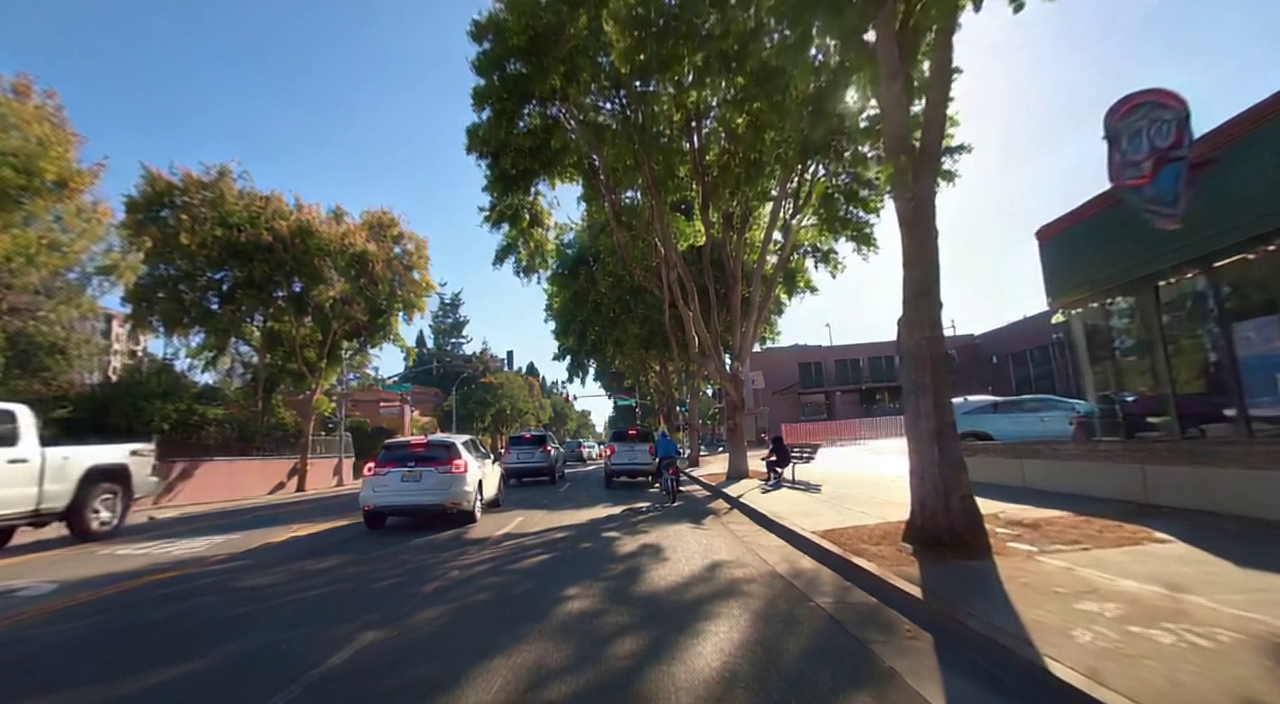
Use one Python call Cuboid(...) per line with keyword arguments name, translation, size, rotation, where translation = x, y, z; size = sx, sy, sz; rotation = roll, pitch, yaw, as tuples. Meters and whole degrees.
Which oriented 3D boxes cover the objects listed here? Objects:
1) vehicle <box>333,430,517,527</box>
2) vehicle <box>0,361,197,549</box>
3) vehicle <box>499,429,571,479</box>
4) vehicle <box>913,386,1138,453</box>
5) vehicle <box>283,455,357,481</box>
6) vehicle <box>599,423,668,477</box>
Cuboid(name="vehicle", translation=(-3.738, 2.282, 11.931), size=(2.064, 1.486, 4.140), rotation=(0, -9, -1))
Cuboid(name="vehicle", translation=(-13.228, 2.163, 12.197), size=(3.062, 3.442, 8.771), rotation=(-8, -9, -1))
Cuboid(name="vehicle", translation=(-3.949, 3.913, 24.460), size=(2.046, 1.750, 4.452), rotation=(0, -9, 0))
Cuboid(name="vehicle", translation=(8.919, 1.625, 14.794), size=(4.159, 1.416, 2.049), rotation=(2, -8, -13))
Cuboid(name="vehicle", translation=(-23.441, 8.488, 46.355), size=(4.527, 1.584, 1.883), rotation=(-3, -7, 2))
Cuboid(name="vehicle", translation=(-0.311, 3.823, 24.790), size=(2.426, 1.882, 5.027), rotation=(0, -9, -2))
